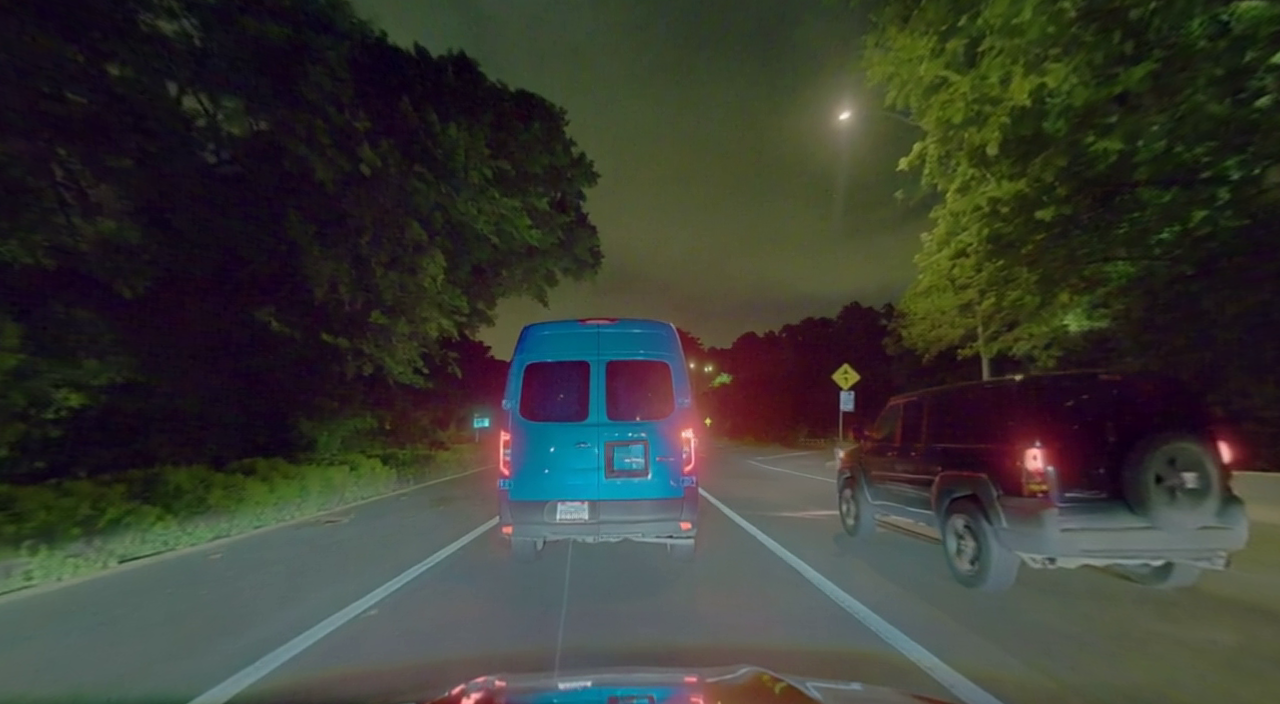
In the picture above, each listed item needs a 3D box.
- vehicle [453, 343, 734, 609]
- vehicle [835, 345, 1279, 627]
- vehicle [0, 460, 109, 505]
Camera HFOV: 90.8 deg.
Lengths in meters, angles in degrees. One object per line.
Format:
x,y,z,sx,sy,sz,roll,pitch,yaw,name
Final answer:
-0.322,1.260,7.092,2.145,2.046,4.309,0,-8,1,vehicle
3.620,1.172,6.264,1.988,1.873,3.968,0,-8,-1,vehicle
-26.100,5.603,27.468,4.857,1.729,2.029,-2,-9,14,vehicle
